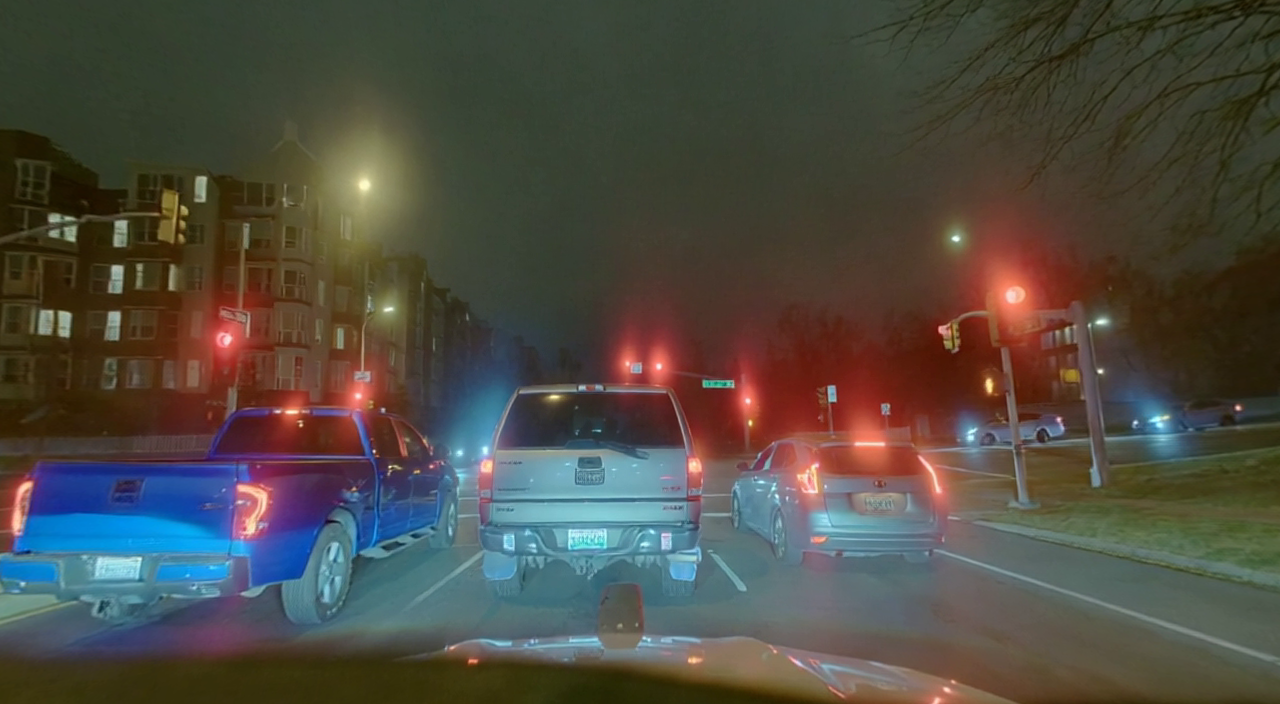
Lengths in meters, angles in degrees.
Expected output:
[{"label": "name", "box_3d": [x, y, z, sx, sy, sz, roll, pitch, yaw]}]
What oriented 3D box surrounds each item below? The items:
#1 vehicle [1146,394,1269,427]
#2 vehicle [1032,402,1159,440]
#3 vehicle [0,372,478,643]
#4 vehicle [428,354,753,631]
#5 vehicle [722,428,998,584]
[{"label": "vehicle", "box_3d": [29.275, 3.049, 32.685, 4.540, 1.543, 1.803, 0, -9, 1]}, {"label": "vehicle", "box_3d": [23.299, 3.592, 32.488, 4.721, 1.866, 2.188, 0, -9, 2]}, {"label": "vehicle", "box_3d": [-3.464, 1.431, 6.944, 2.146, 1.828, 5.148, 0, -9, -2]}, {"label": "vehicle", "box_3d": [-0.376, 1.312, 6.767, 2.282, 1.964, 4.421, 0, -9, -1]}, {"label": "vehicle", "box_3d": [2.405, 1.815, 8.317, 2.016, 1.481, 4.336, 0, -9, -1]}]
